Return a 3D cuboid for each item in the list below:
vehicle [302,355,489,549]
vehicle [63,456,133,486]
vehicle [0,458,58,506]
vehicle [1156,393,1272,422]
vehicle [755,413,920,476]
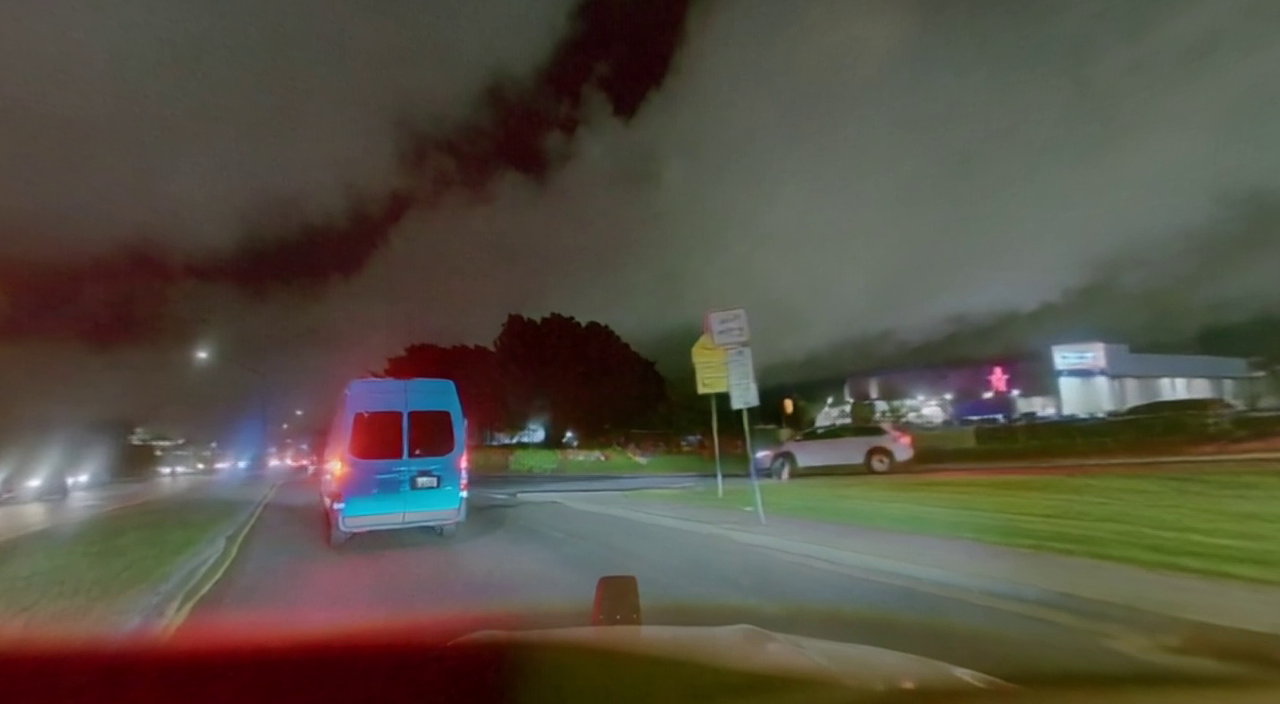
[{"bbox_3d":[-4.735,1.801,11.611,2.432,2.624,5.670,4,-10,-27],"label":"vehicle"},{"bbox_3d":[-33.829,7.389,39.274,1.938,1.688,4.523,3,-9,-23],"label":"vehicle"},{"bbox_3d":[-24.831,5.095,24.481,2.114,1.668,3.747,-1,-8,-28],"label":"vehicle"},{"bbox_3d":[36.411,3.613,39.916,2.003,1.520,4.883,4,-10,-26],"label":"vehicle"},{"bbox_3d":[5.461,2.632,17.662,4.109,1.592,2.008,-3,-9,16],"label":"vehicle"}]
